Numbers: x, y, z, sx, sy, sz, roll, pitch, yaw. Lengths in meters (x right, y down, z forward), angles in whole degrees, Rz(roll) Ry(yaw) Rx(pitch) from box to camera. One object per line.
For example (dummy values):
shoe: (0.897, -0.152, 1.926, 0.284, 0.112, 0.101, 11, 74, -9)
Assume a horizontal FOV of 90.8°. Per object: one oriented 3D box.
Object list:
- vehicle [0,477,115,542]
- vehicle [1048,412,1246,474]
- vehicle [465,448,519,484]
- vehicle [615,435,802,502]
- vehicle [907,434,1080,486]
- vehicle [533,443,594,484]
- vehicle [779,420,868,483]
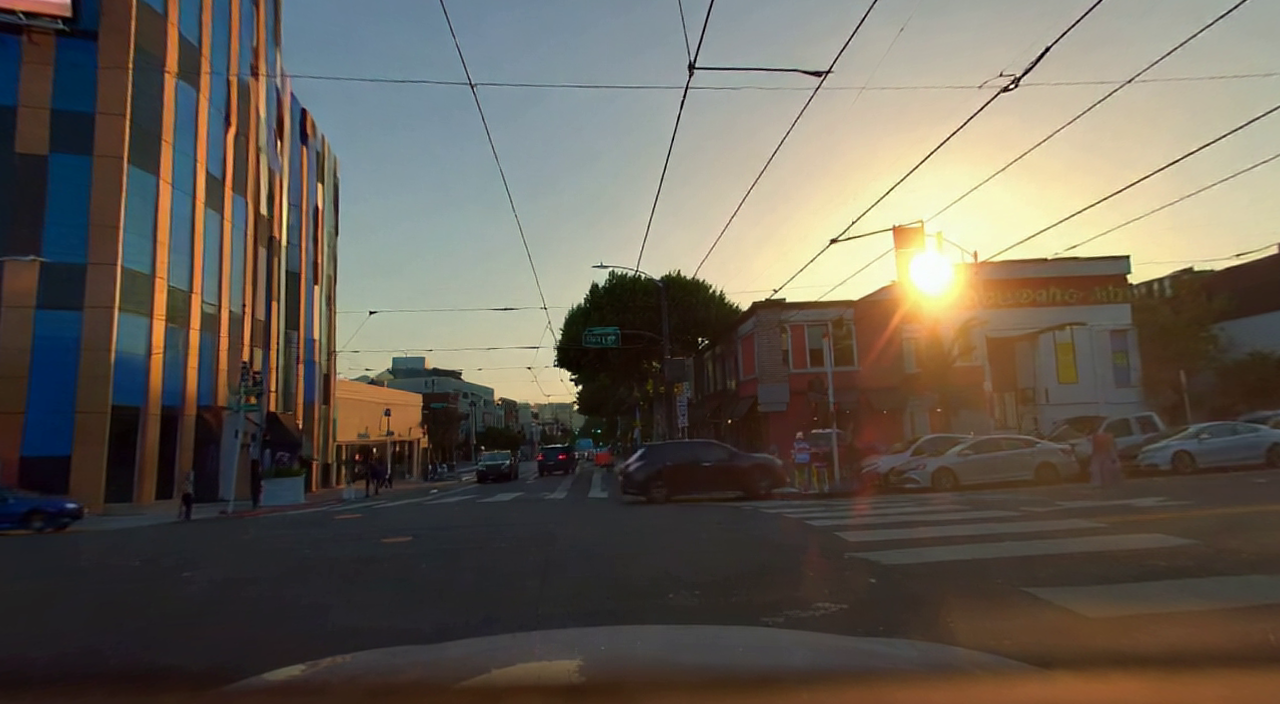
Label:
vehicle: (-16.811, 4.049, 16.293, 4.549, 1.490, 1.797, 2, -9, -15)
vehicle: (16.761, 3.041, 21.070, 4.944, 1.946, 1.952, 0, -8, -3)
vehicle: (-8.410, 6.503, 36.277, 2.121, 1.792, 4.510, -3, -8, -2)
vehicle: (1.675, 3.030, 16.698, 4.637, 1.624, 1.927, 0, -8, -3)
vehicle: (11.396, 3.491, 20.554, 4.697, 1.510, 1.596, 0, -9, -4)
vehicle: (-3.722, 5.543, 31.806, 2.137, 1.910, 5.120, -1, -9, 3)
vehicle: (7.576, 4.102, 26.630, 2.316, 2.425, 4.466, 1, -7, -2)
